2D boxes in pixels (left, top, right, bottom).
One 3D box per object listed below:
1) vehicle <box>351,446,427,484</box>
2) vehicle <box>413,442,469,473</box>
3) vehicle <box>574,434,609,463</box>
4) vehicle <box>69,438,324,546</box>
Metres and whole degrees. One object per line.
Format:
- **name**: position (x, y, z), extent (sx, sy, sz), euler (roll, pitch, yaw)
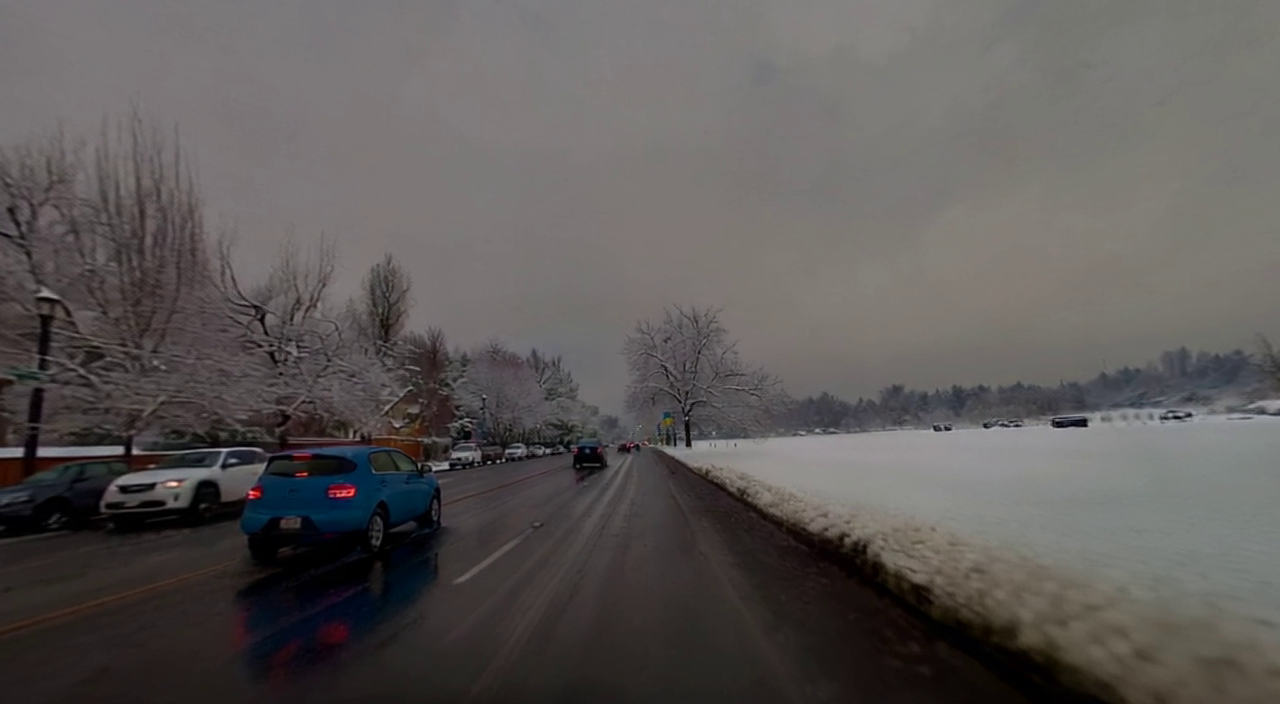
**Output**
- **vehicle**: position (-12.441, 5.593, 31.481), extent (2.106, 1.701, 4.629), euler (0, -8, -4)
- **vehicle**: position (-12.390, 6.594, 39.431), extent (2.066, 1.785, 4.608), euler (0, -9, 0)
- **vehicle**: position (-3.112, 6.313, 41.168), extent (1.908, 1.809, 4.230), euler (0, -8, 1)
- **vehicle**: position (-9.174, 2.868, 13.687), extent (2.019, 1.907, 4.697), euler (0, -9, 1)
